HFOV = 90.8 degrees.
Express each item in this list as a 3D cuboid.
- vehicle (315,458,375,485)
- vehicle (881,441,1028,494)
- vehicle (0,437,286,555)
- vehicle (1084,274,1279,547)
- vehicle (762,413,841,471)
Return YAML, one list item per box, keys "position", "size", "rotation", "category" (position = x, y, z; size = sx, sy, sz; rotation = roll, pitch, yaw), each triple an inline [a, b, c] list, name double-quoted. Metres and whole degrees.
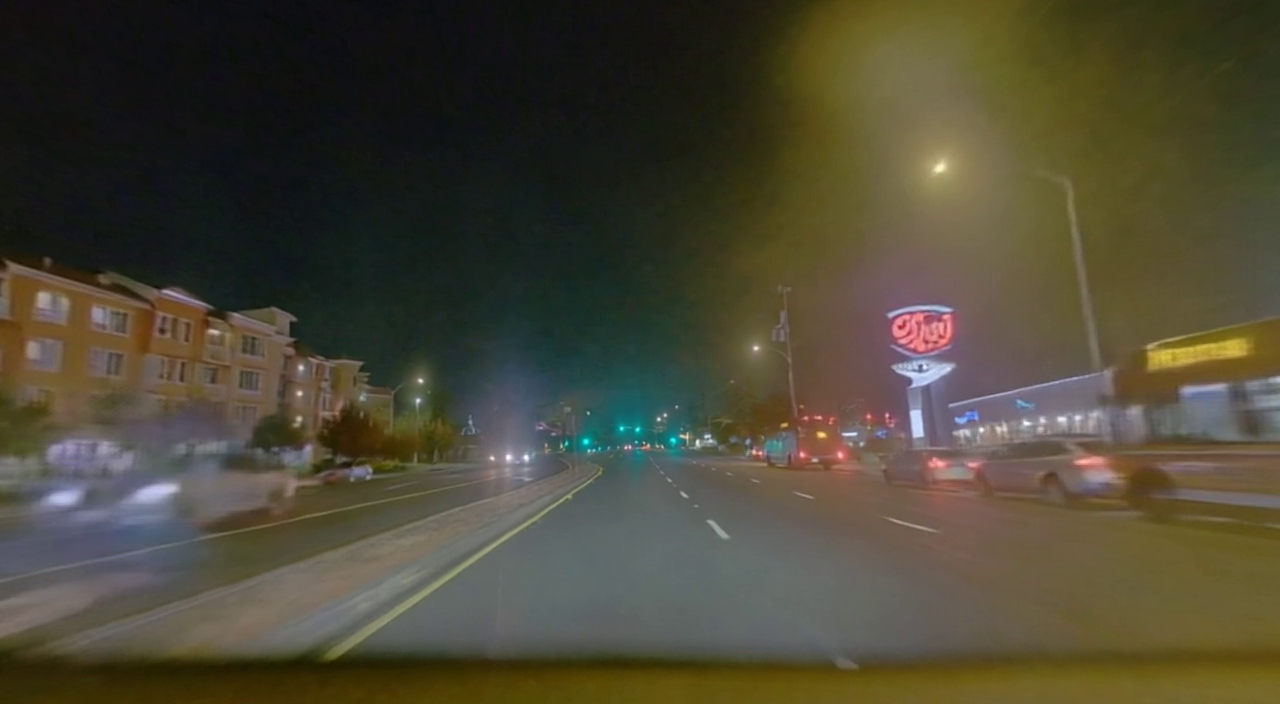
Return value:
- position: [-19.552, 7.927, 42.138]
  size: [1.984, 1.578, 4.507]
  rotation: [-1, -8, -2]
  category: "vehicle"
- position: [10.021, 3.692, 20.718]
  size: [2.023, 1.494, 5.029]
  rotation: [0, -8, -3]
  category: "vehicle"
- position: [-8.873, 2.418, 11.506]
  size: [1.939, 1.643, 4.975]
  rotation: [0, -8, 0]
  category: "vehicle"
- position: [9.966, 0.697, 7.857]
  size: [2.897, 3.584, 7.857]
  rotation: [0, -9, -2]
  category: "vehicle"
- position: [9.792, 5.619, 39.184]
  size: [2.923, 3.249, 6.993]
  rotation: [0, -8, 0]
  category: "vehicle"
